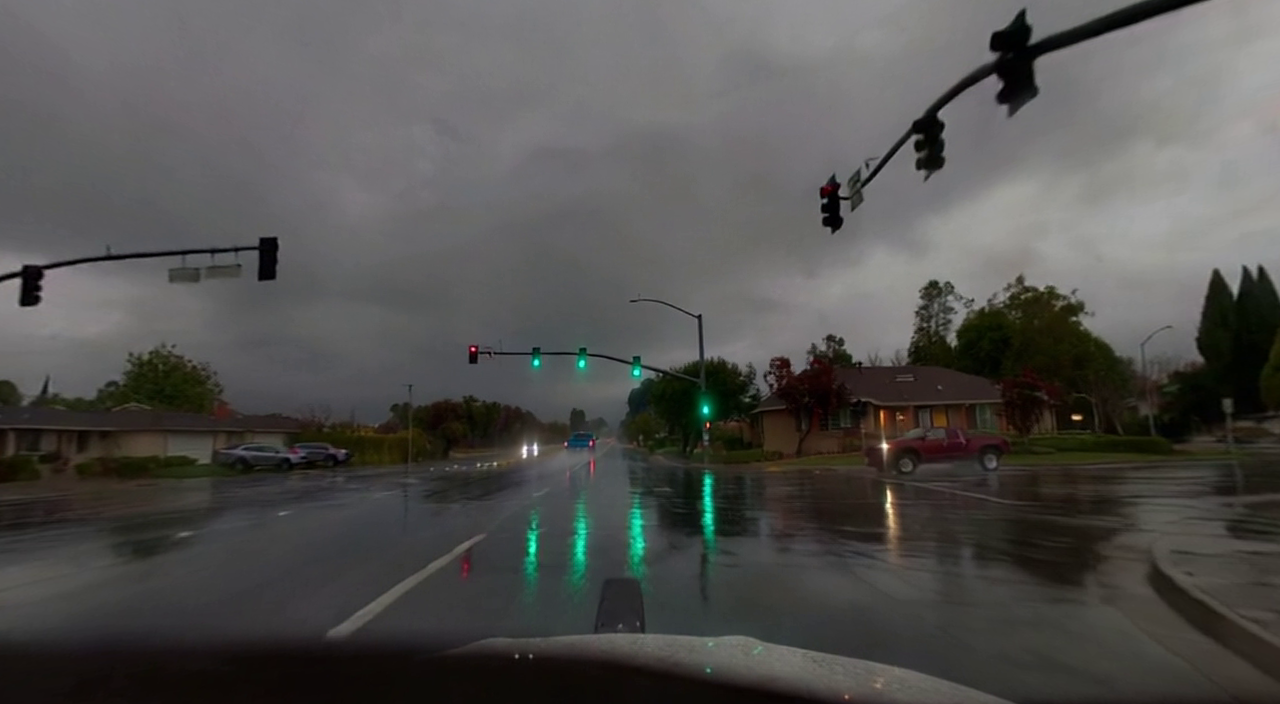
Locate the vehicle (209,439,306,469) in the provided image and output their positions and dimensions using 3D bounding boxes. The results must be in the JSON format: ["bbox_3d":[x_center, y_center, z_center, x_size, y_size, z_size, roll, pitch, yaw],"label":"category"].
[{"bbox_3d":[-23.876,6.381,39.529,4.772,1.745,2.058,-1,-8,4],"label":"vehicle"}]

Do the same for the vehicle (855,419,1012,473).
[{"bbox_3d":[10.217,3.298,22.282,4.500,1.761,1.975,0,-8,-1],"label":"vehicle"}]
